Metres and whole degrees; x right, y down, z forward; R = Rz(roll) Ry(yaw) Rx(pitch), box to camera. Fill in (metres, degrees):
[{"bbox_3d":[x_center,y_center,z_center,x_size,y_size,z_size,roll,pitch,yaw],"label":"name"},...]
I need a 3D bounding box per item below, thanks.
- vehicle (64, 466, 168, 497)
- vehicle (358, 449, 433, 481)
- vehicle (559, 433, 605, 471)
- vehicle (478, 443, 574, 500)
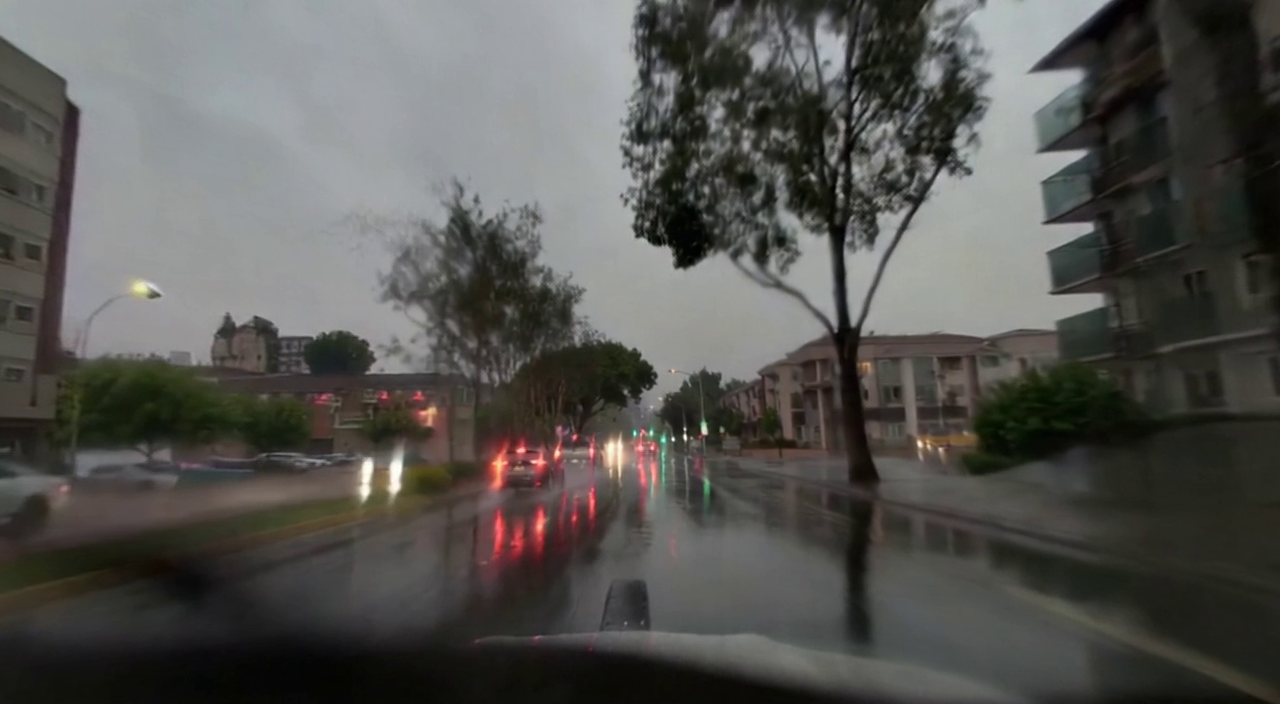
[{"bbox_3d":[-28.009,6.920,33.782,3.891,1.483,1.884,-1,-9,0],"label":"vehicle"},{"bbox_3d":[-13.264,6.129,34.517,2.036,1.649,4.664,0,-9,3],"label":"vehicle"},{"bbox_3d":[-3.246,5.730,36.134,2.152,1.987,4.527,0,-9,1],"label":"vehicle"},{"bbox_3d":[-3.096,3.349,18.034,1.959,1.406,4.272,0,-9,0],"label":"vehicle"}]
